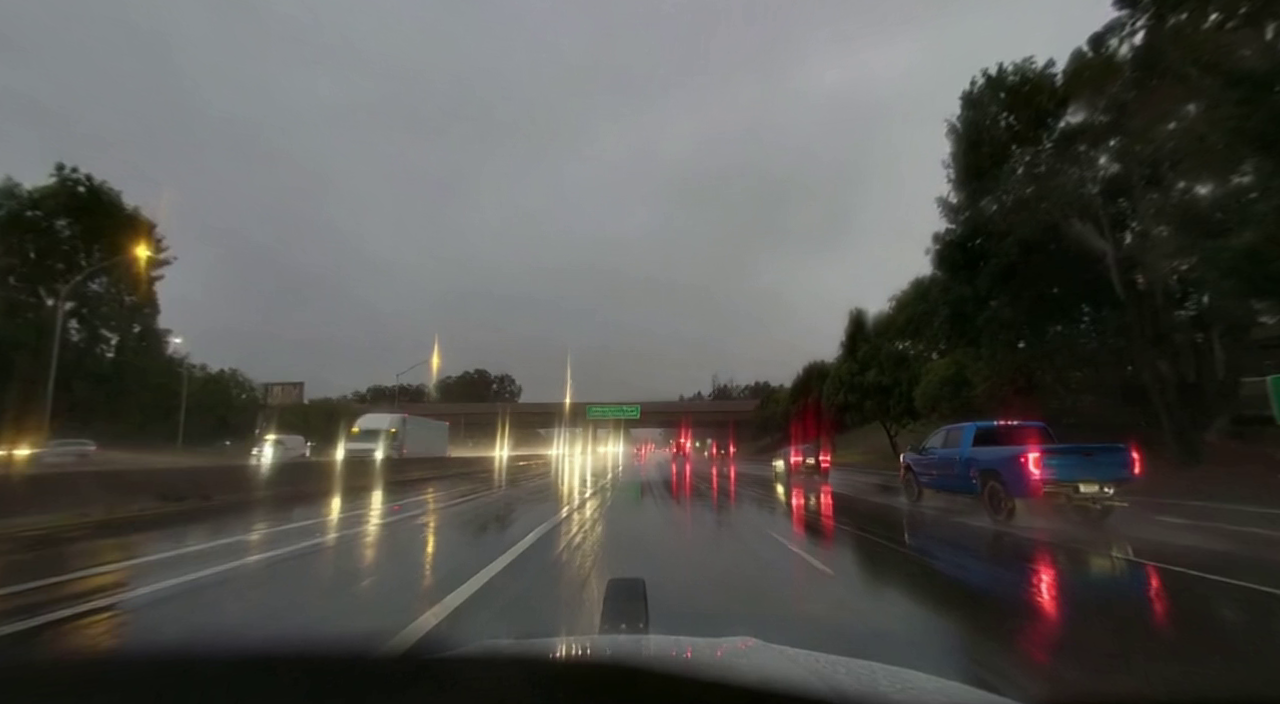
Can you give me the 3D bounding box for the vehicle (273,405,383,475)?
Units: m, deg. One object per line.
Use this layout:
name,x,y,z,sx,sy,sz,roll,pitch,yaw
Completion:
vehicle,-17.969,5.166,36.896,3.019,3.687,6.460,0,-8,0

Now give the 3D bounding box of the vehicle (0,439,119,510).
vehicle,-15.120,2.835,14.730,1.960,1.556,4.546,0,-8,1

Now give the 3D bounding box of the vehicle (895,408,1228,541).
vehicle,7.140,2.159,11.898,2.182,1.852,5.926,0,-8,0
